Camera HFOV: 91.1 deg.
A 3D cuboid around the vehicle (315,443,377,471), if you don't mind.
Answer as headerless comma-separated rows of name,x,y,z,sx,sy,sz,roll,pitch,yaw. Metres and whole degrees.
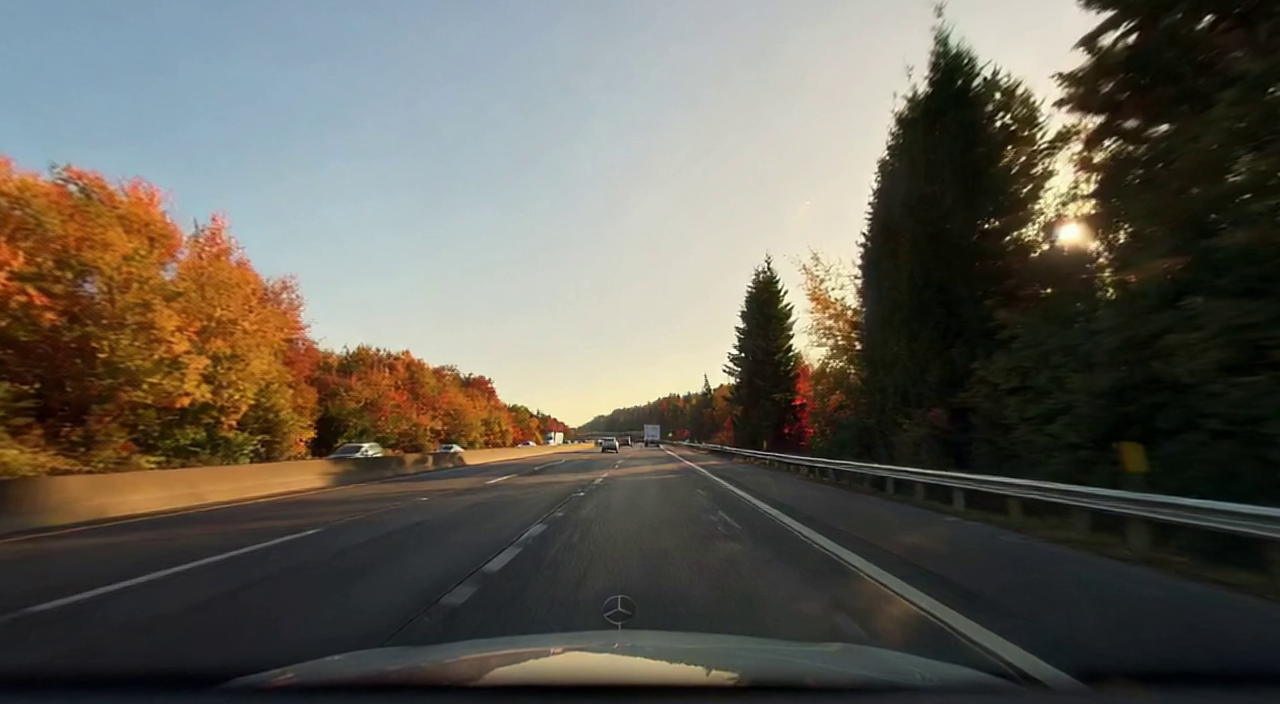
vehicle,-15.989,5.689,34.324,1.632,1.417,3.645,-1,-8,1
